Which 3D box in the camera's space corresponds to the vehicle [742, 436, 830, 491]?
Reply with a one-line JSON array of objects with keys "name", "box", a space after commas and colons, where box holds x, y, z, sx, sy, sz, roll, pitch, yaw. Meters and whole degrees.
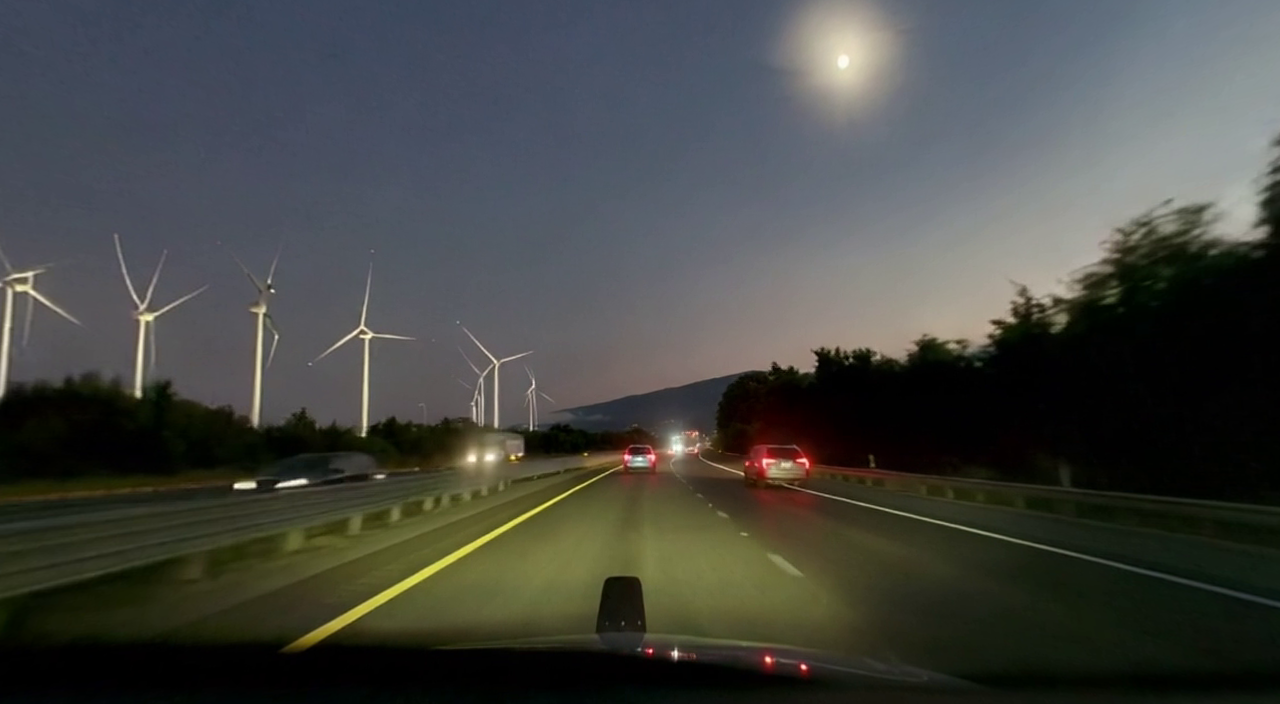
[{"name": "vehicle", "box": [4.948, 3.873, 22.119, 2.040, 1.721, 4.507, 0, -9, 1]}]

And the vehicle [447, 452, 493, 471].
[{"name": "vehicle", "box": [-12.490, 8.090, 46.621, 2.143, 1.327, 4.511, 0, -9, 1]}]

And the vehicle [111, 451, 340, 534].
[{"name": "vehicle", "box": [-8.736, 2.956, 13.939, 1.909, 1.502, 4.585, 0, -9, 0]}]

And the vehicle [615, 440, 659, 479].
[{"name": "vehicle", "box": [-0.105, 5.248, 30.910, 2.038, 1.723, 4.150, 0, -9, 1]}]
